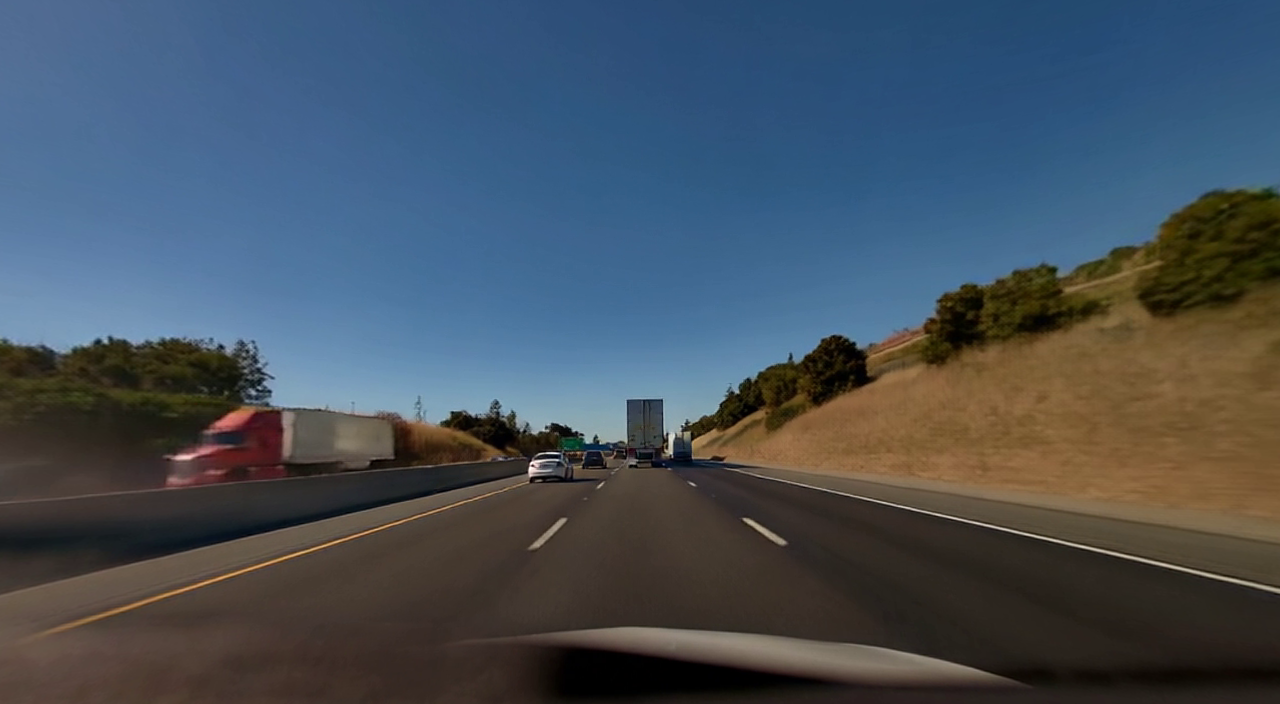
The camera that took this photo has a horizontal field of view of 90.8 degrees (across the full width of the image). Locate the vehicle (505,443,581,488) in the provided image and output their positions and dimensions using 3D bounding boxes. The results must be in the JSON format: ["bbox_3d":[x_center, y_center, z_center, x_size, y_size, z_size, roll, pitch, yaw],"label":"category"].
[{"bbox_3d":[-3.460,4.170,23.479,2.053,1.489,4.740,0,-9,0],"label":"vehicle"}]

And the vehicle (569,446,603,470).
[{"bbox_3d":[-3.683,7.315,43.712,2.051,1.537,4.111,0,-9,-1],"label":"vehicle"}]

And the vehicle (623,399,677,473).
[{"bbox_3d":[0.521,5.437,40.193,2.919,4.048,11.010,0,-9,0],"label":"vehicle"}]

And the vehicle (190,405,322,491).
[{"bbox_3d":[-19.528,4.969,32.628,3.021,3.994,5.894,0,-9,-1],"label":"vehicle"}]
